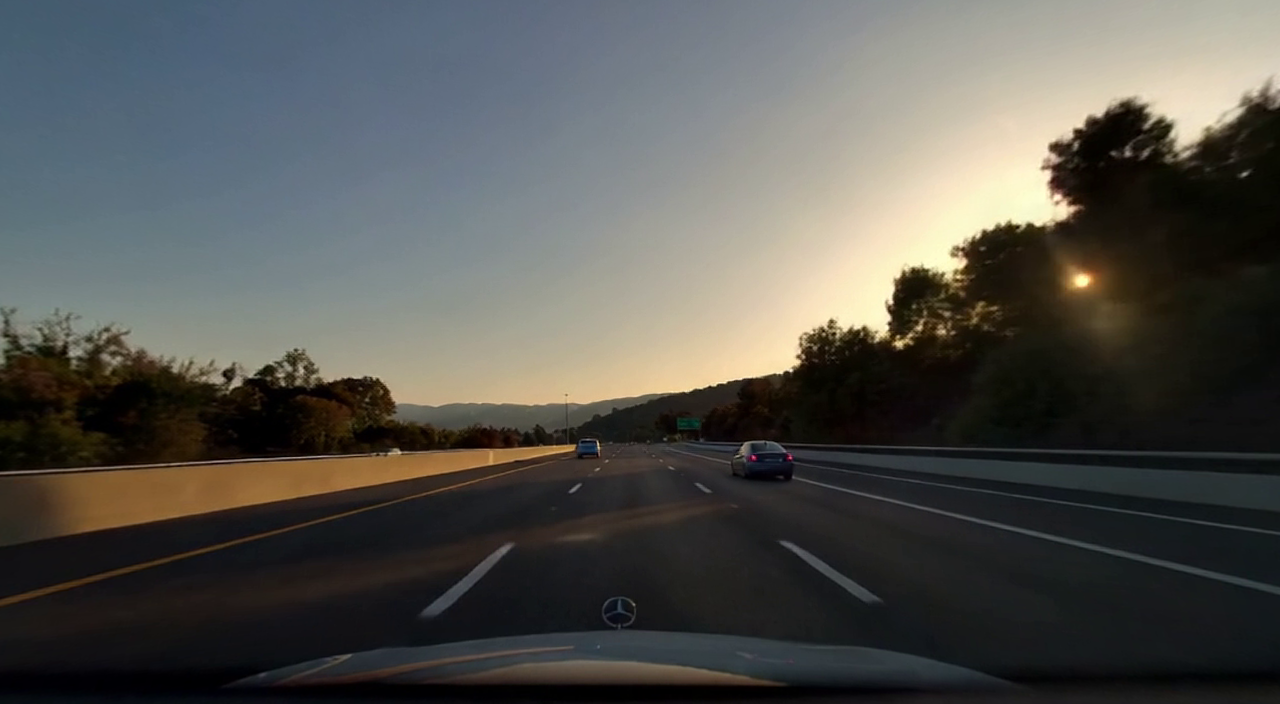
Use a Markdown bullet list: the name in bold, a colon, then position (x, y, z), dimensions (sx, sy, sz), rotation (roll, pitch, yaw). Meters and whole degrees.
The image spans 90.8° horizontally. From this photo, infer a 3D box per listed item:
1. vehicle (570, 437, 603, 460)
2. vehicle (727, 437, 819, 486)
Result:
- **vehicle**: position (-3.919, 7.208, 47.132), dimensions (2.048, 1.618, 4.424), rotation (0, -9, 0)
- **vehicle**: position (4.411, 3.697, 21.645), dimensions (2.060, 1.485, 4.274), rotation (0, -9, -2)
